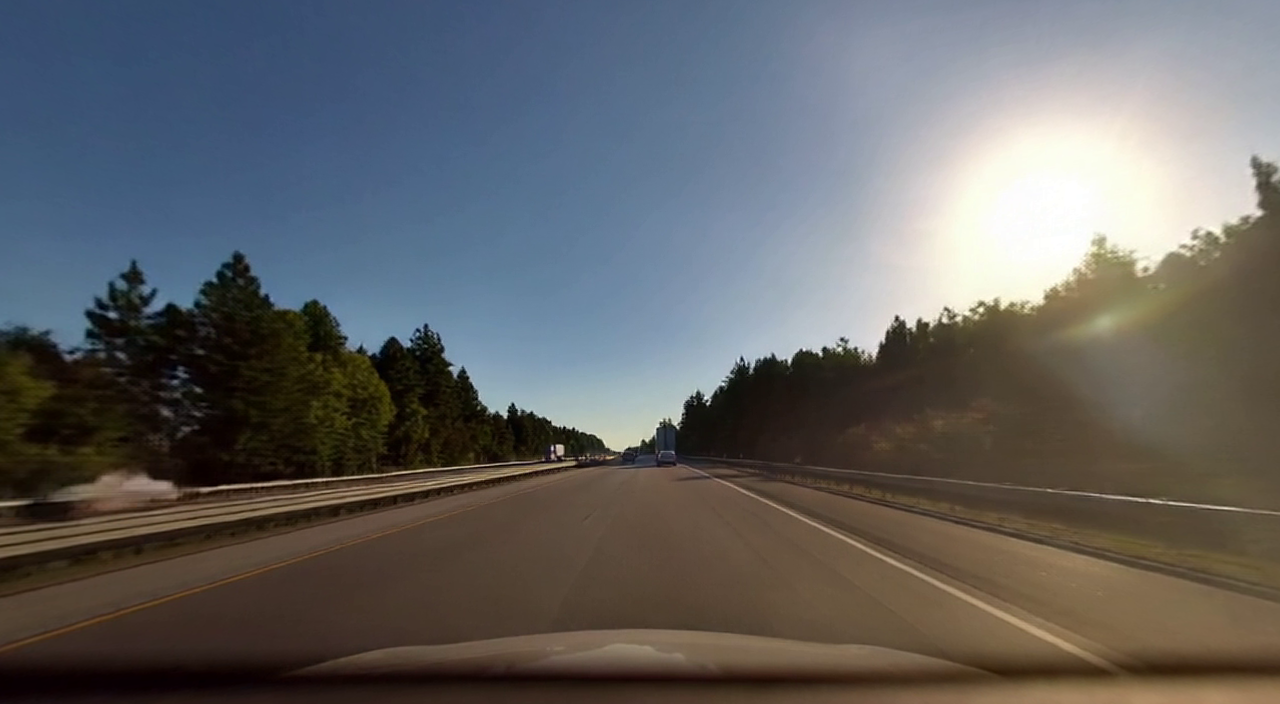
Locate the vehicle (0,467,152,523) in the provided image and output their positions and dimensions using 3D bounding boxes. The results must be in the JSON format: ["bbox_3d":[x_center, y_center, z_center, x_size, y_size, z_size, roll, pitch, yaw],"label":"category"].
[{"bbox_3d":[-17.755,4.355,19.610,1.876,1.437,3.888,0,-9,2],"label":"vehicle"}]

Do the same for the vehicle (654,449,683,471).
[{"bbox_3d":[2.161,8.280,48.484,2.096,1.653,4.185,0,-9,2],"label":"vehicle"}]
